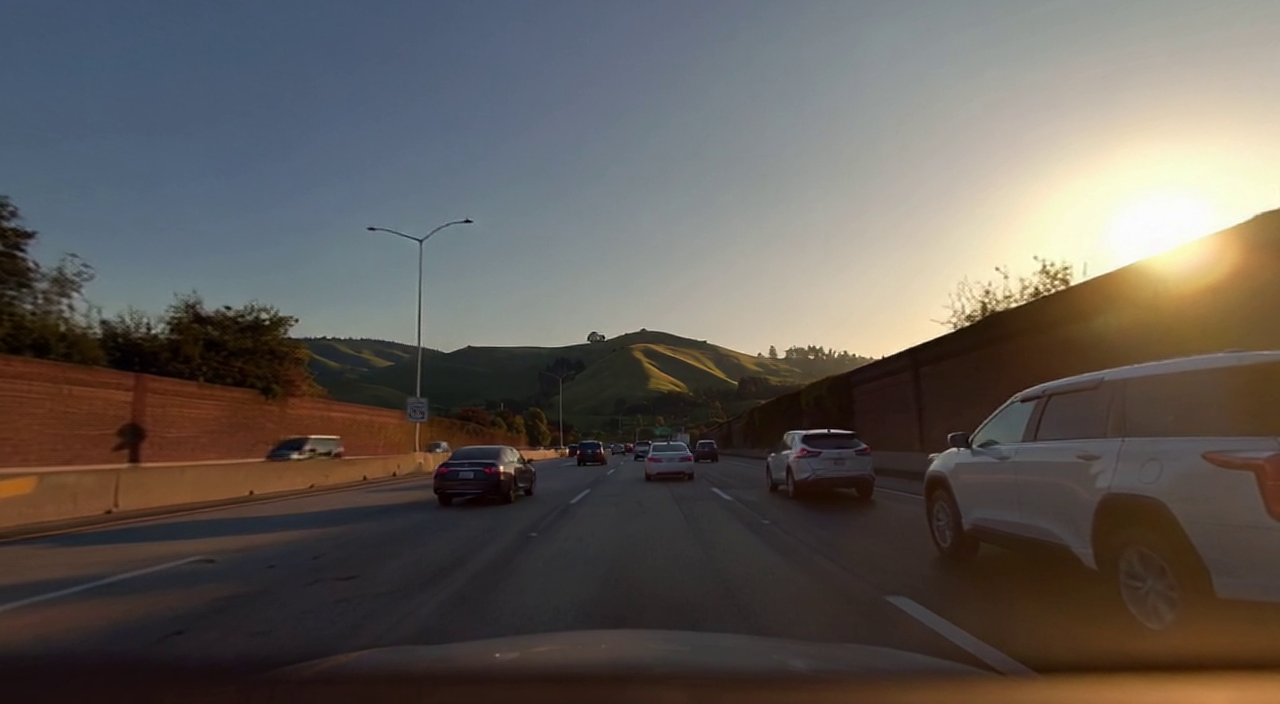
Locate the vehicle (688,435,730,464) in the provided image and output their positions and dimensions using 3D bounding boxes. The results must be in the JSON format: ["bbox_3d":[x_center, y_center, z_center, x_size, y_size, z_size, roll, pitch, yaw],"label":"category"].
[{"bbox_3d":[3.764,5.395,35.041,1.855,1.513,3.915,0,-8,0],"label":"vehicle"}]

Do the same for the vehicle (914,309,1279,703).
[{"bbox_3d":[3.753,0.941,4.142,1.930,1.831,4.344,0,-8,0],"label":"vehicle"}]

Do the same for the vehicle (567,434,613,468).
[{"bbox_3d":[-2.822,5.732,36.672,2.154,1.793,4.736,0,-8,2],"label":"vehicle"}]

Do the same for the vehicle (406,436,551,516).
[{"bbox_3d":[-3.285,2.602,13.819,1.961,1.456,4.362,0,-8,1],"label":"vehicle"}]

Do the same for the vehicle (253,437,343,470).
[{"bbox_3d":[-21.898,6.511,40.760,2.448,1.955,6.132,0,-8,-1],"label":"vehicle"}]

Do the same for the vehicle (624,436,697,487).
[{"bbox_3d":[0.582,3.494,20.455,2.105,1.471,3.978,0,-8,0],"label":"vehicle"}]

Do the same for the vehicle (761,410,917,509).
[{"bbox_3d":[4.254,2.380,14.399,1.970,1.872,4.575,0,-8,-1],"label":"vehicle"}]
